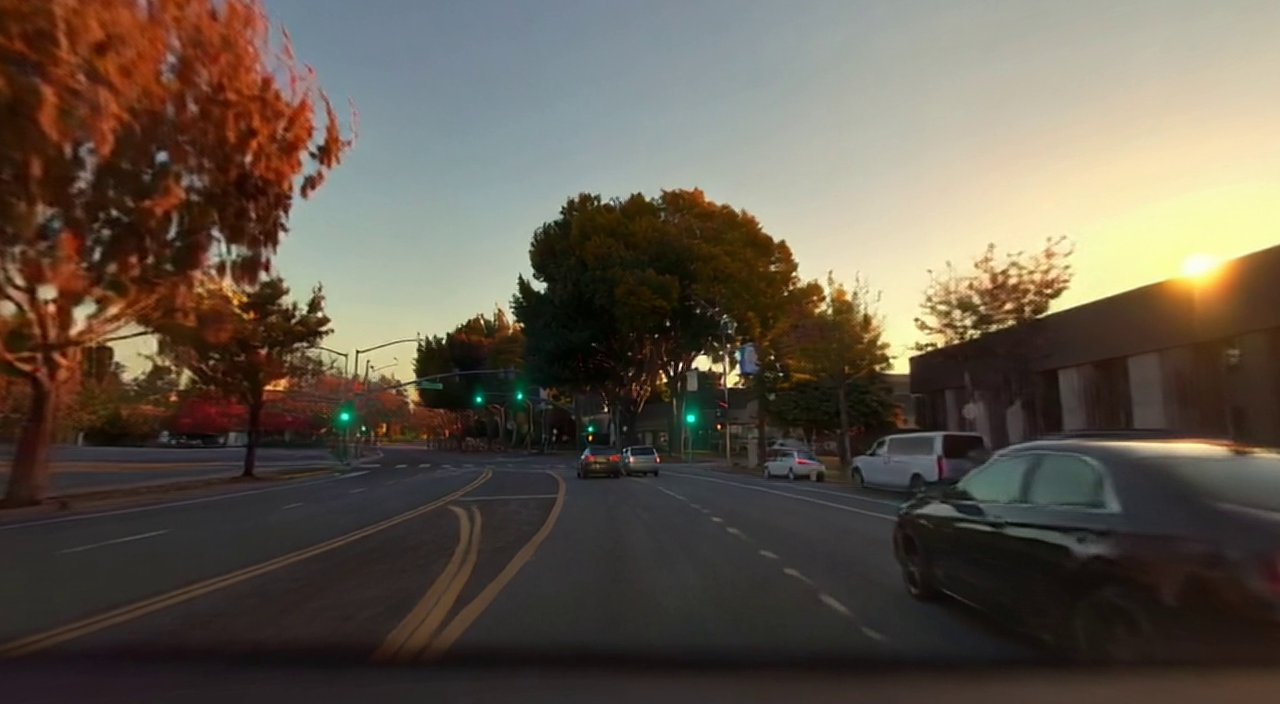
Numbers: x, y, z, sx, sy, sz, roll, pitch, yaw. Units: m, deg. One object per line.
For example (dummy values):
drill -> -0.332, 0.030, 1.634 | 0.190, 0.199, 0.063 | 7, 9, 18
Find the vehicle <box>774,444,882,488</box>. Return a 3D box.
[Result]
vehicle -> 6.618, 4.057, 22.821 | 1.903, 1.432, 4.514 | 2, -9, -10

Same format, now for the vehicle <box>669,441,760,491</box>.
vehicle -> 2.324, 3.739, 21.044 | 1.984, 1.476, 4.488 | 1, -9, -7

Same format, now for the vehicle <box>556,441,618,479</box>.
vehicle -> -2.540, 4.893, 28.875 | 2.308, 1.535, 4.811 | 2, -9, -11

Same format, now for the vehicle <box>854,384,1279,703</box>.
vehicle -> 3.144, 1.112, 3.708 | 2.280, 1.472, 4.426 | 0, -8, 1

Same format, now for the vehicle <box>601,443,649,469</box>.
vehicle -> -0.970, 6.297, 38.235 | 1.957, 1.463, 4.701 | 2, -9, -13
